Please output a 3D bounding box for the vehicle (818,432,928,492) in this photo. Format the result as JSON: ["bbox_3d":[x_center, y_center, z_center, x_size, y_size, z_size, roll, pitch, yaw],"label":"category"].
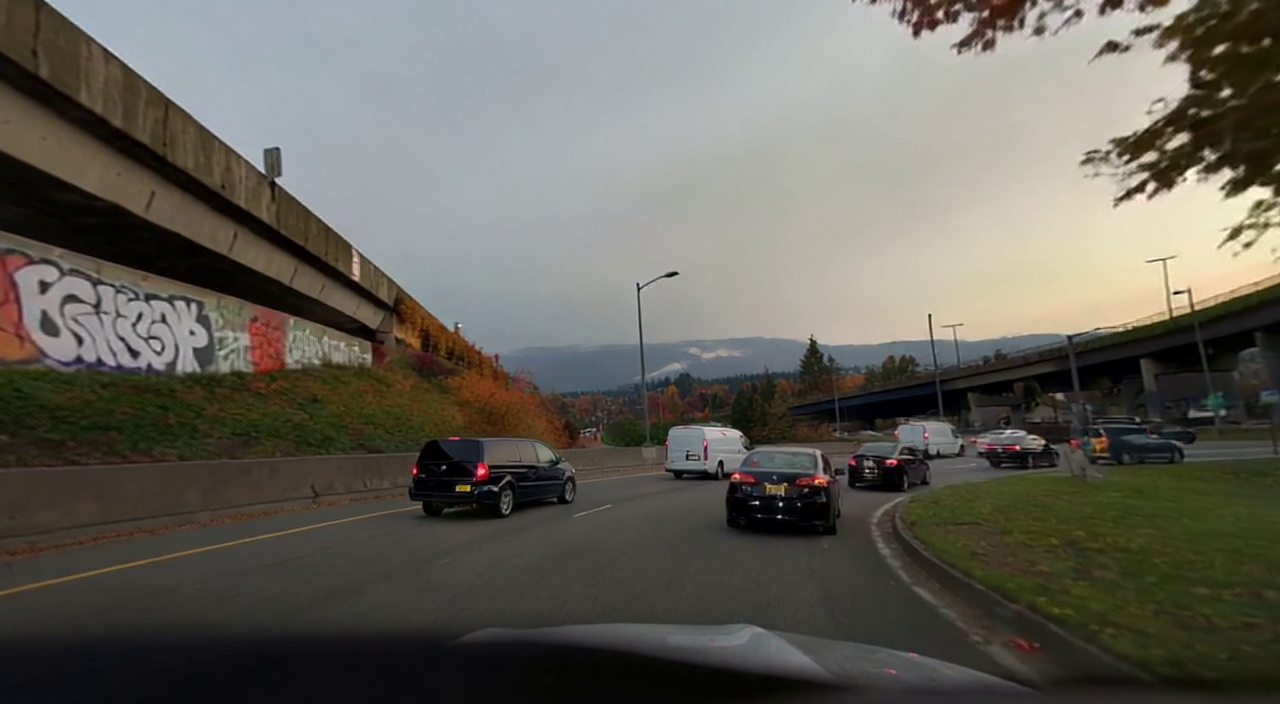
[{"bbox_3d":[7.006,3.212,18.561,1.830,1.519,4.253,-7,-11,36],"label":"vehicle"}]

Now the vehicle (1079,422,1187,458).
[{"bbox_3d":[22.171,4.001,28.200,3.934,1.485,1.763,3,-10,-17],"label":"vehicle"}]

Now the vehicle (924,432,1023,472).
[{"bbox_3d":[13.358,3.994,25.037,3.902,1.446,1.780,6,-11,-34],"label":"vehicle"}]

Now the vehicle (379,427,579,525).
[{"bbox_3d":[-2.878,2.337,12.283,1.921,1.554,4.081,-3,-9,16],"label":"vehicle"}]

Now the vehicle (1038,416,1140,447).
[{"bbox_3d":[24.382,4.338,34.095,4.309,1.613,1.909,1,-9,-10],"label":"vehicle"}]

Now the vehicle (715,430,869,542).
[{"bbox_3d":[2.765,2.185,10.785,2.064,1.515,3.722,-4,-10,20],"label":"vehicle"}]

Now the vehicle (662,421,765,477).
[{"bbox_3d":[2.758,3.544,22.866,1.835,1.825,4.005,-8,-12,39],"label":"vehicle"}]
